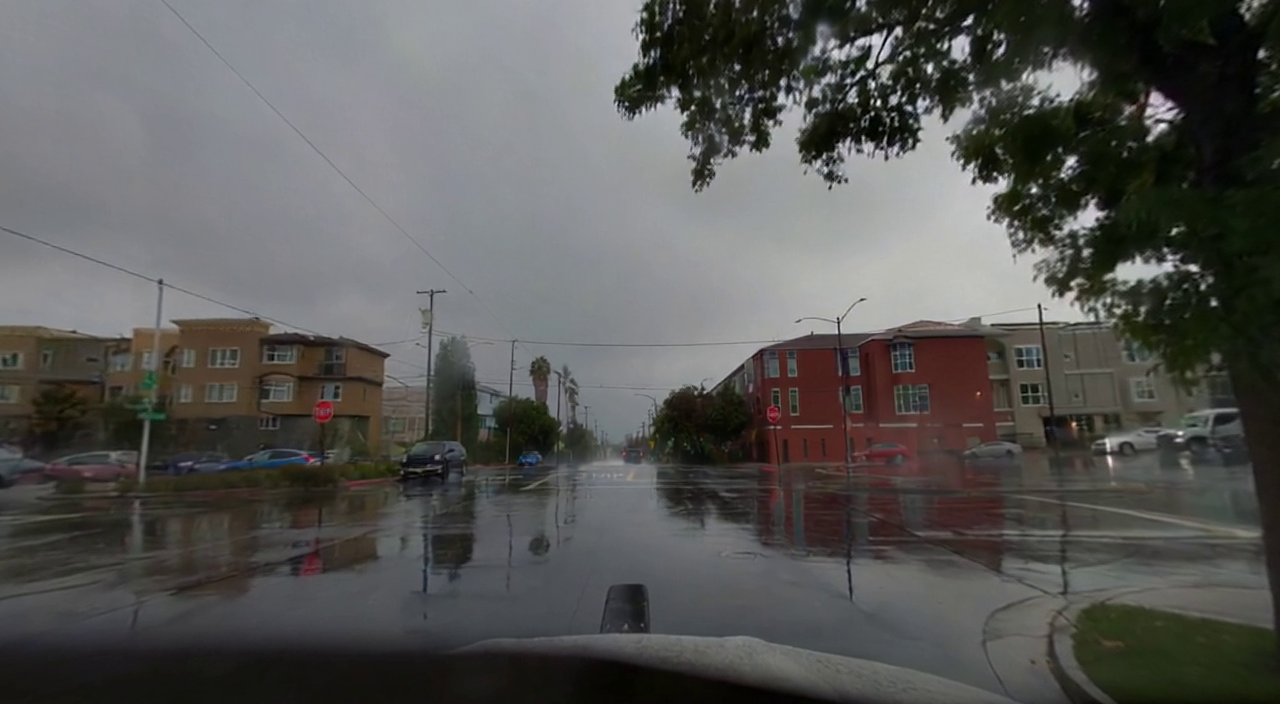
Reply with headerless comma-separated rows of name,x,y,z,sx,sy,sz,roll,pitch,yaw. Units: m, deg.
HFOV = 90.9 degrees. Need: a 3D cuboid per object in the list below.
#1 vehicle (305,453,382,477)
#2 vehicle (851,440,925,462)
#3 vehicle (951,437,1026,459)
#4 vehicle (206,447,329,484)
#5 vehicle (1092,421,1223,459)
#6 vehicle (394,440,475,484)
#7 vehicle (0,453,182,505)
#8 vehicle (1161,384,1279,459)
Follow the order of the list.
vehicle,-20.277,7.739,43.222,4.277,1.527,1.987,0,-8,-3
vehicle,17.874,7.117,45.529,4.528,1.458,1.939,1,-7,-4
vehicle,25.403,7.002,46.014,4.323,1.507,1.896,0,-8,-4
vehicle,-17.789,5.375,30.311,2.010,1.583,4.582,-6,-10,34
vehicle,28.847,4.909,35.256,5.277,2.032,2.408,1,-7,-4
vehicle,-8.714,4.674,27.205,2.156,1.620,4.945,0,-7,-4
vehicle,-16.621,3.820,19.101,4.233,1.432,1.755,-1,-8,5
vehicle,33.109,3.566,32.209,10.986,3.604,2.707,0,-10,-6
